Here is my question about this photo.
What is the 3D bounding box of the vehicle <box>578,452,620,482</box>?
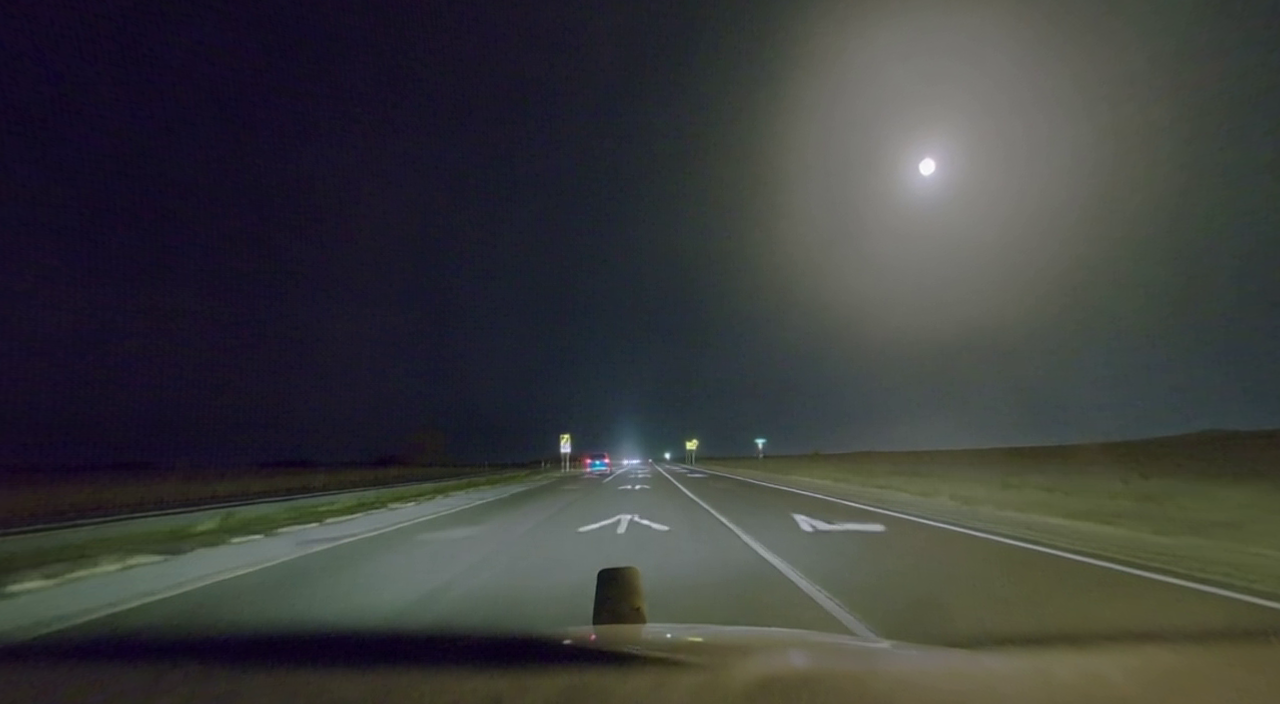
[{"bbox_3d":[-2.363,6.811,37.562,2.053,1.647,4.252,-1,-9,2],"label":"vehicle"}]
